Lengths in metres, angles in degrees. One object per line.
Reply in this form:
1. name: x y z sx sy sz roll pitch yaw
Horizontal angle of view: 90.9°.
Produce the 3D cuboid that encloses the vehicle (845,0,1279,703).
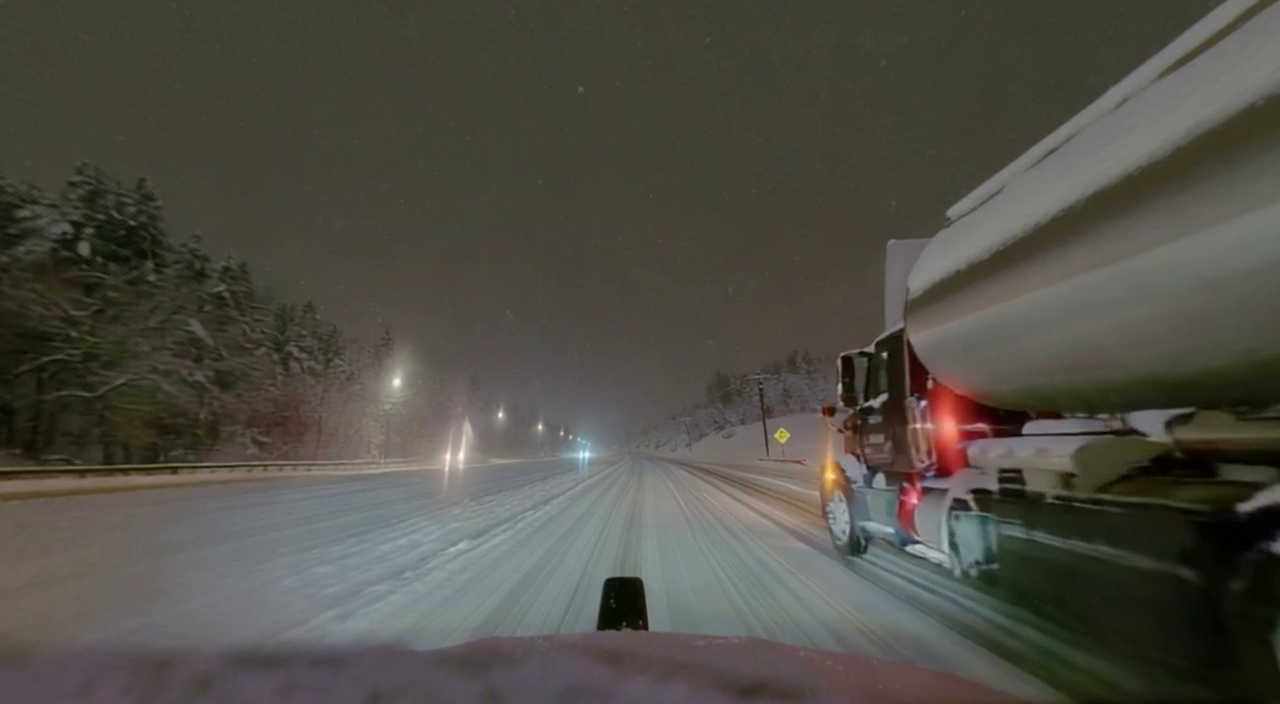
1. vehicle: 3.816 -0.002 2.747 3.034 3.651 8.256 0 -9 0
